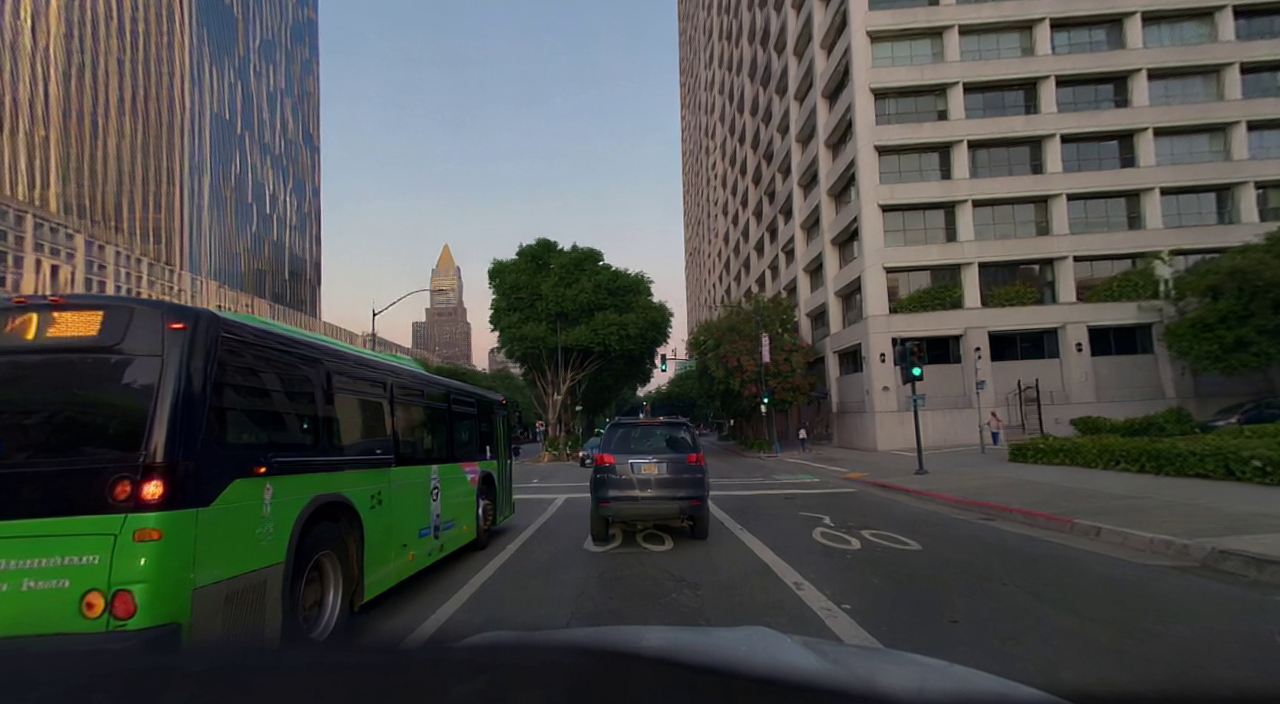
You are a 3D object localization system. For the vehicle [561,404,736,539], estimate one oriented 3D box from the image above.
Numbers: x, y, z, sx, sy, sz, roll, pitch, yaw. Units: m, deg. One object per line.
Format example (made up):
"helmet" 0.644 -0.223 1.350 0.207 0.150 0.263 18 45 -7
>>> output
"vehicle" 0.134 2.038 11.240 2.500 1.912 4.270 0 -9 1

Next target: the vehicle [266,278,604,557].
"vehicle" -2.882 1.786 14.585 3.042 3.445 13.615 0 -9 1

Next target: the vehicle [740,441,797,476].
"vehicle" 6.133 5.108 30.480 1.919 1.529 4.059 0 -9 0

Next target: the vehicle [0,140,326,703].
"vehicle" -2.752 0.330 0.219 2.329 2.089 5.659 0 -9 0
